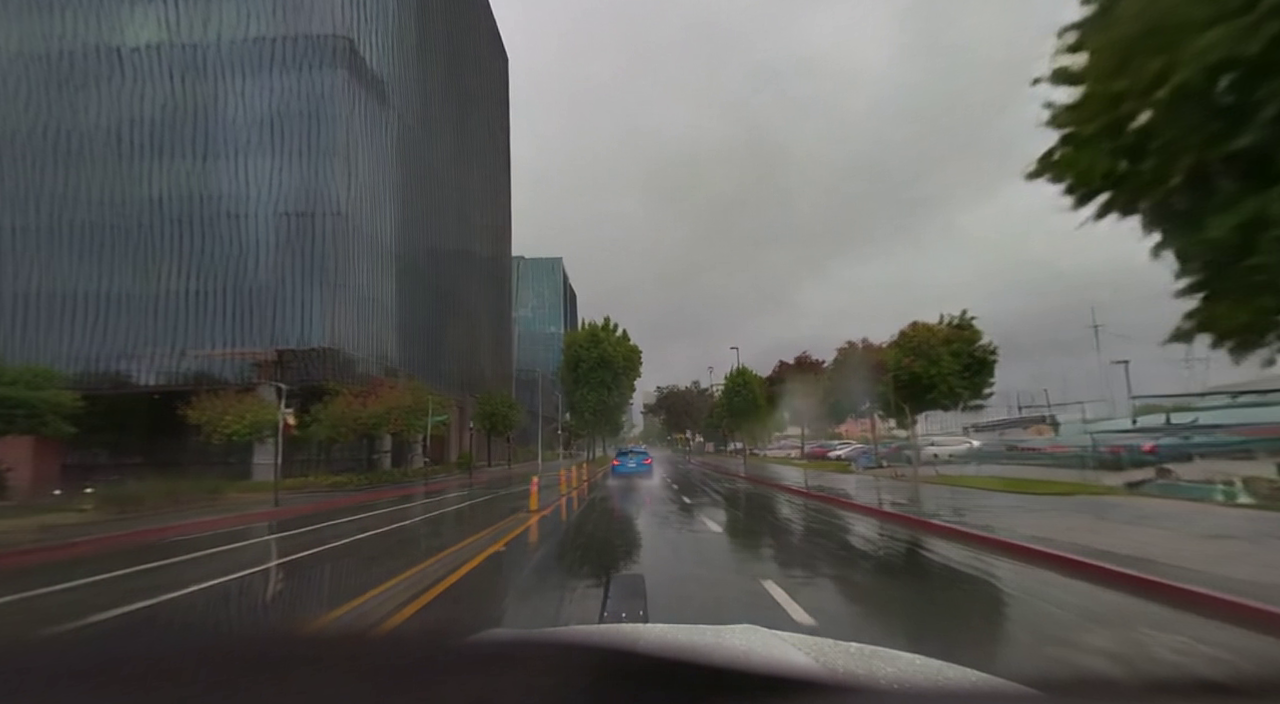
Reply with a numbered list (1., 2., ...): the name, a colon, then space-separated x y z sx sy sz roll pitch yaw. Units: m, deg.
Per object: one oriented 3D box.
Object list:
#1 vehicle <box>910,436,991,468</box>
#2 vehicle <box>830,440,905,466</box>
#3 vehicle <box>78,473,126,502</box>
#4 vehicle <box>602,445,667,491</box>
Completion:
1. vehicle: 15.212 4.931 31.083 1.913 1.470 3.714 0 -9 -3
2. vehicle: 14.336 6.360 39.869 4.003 1.476 1.884 -2 -8 2
3. vehicle: -32.528 8.144 38.054 1.970 1.476 3.940 7 -12 -42
4. vehicle: -0.241 4.022 22.278 2.063 1.442 4.135 0 -9 -2
